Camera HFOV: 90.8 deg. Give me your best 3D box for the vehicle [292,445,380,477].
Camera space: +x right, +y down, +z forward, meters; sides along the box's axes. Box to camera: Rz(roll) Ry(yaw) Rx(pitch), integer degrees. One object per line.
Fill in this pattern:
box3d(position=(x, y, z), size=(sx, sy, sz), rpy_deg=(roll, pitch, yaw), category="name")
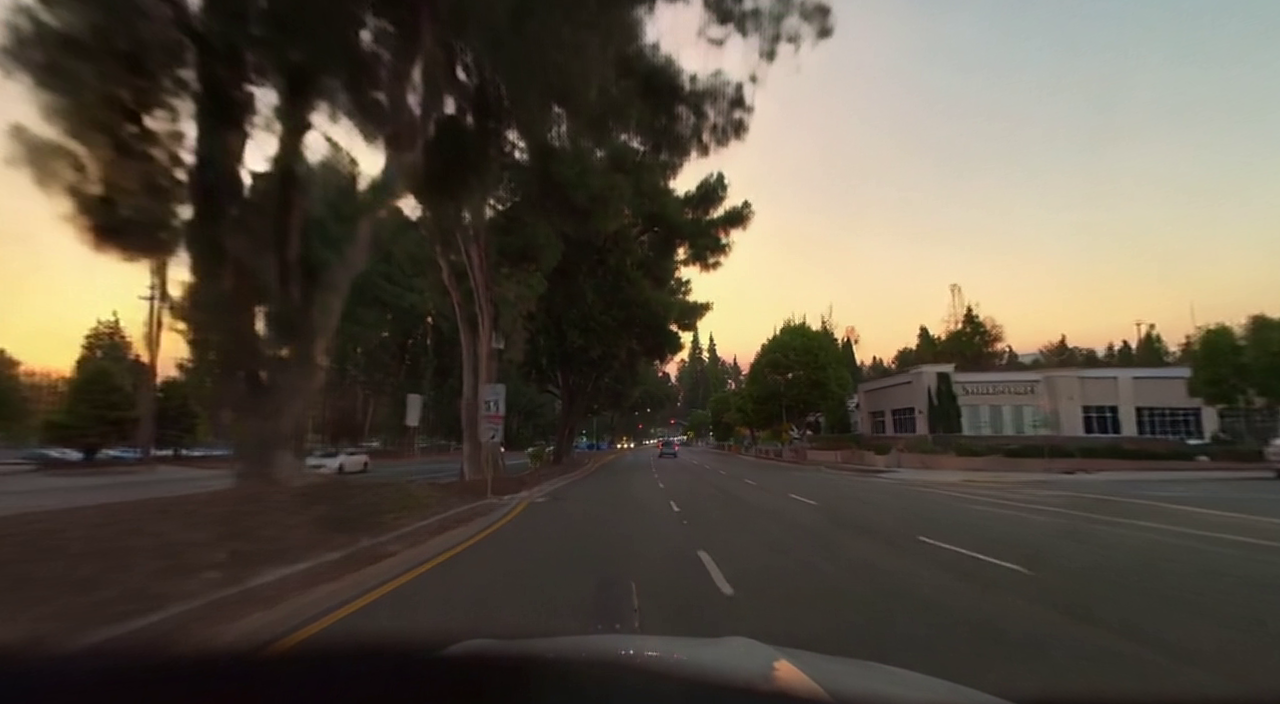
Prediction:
box3d(position=(-14.678, 5.259, 30.791), size=(1.967, 1.453, 4.539), rpy_deg=(0, -9, 1), category="vehicle")
